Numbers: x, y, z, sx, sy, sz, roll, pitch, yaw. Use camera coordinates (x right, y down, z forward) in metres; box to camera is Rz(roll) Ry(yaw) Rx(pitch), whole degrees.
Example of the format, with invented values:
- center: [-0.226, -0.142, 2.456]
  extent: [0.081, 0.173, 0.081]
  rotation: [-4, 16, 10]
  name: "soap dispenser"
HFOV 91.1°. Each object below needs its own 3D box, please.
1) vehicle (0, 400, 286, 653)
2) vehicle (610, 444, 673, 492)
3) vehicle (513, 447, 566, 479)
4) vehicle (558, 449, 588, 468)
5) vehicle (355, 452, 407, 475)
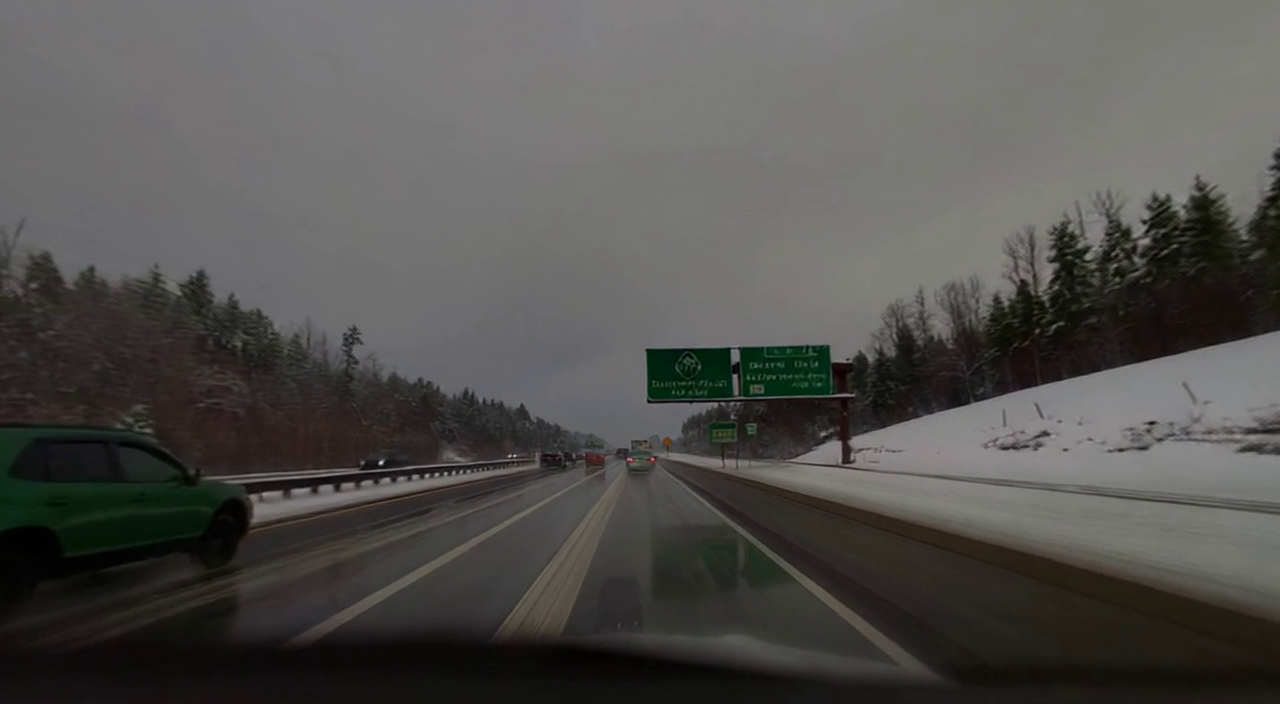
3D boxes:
- center: [-5.177, 1.307, 5.174]
  extent: [2.058, 1.626, 4.118]
  rotation: [0, -9, 1]
  name: "vehicle"
- center: [0.049, 3.885, 21.370]
  extent: [1.940, 1.451, 3.512]
  rotation: [0, -9, 0]
  name: "vehicle"
- center: [-4.937, 5.490, 31.407]
  extent: [1.892, 1.481, 4.180]
  rotation: [0, -9, 1]
  name: "vehicle"
- center: [-5.056, 8.078, 47.813]
  extent: [1.814, 1.417, 3.860]
  rotation: [0, -9, 1]
  name: "vehicle"
- center: [-17.448, 7.491, 42.526]
  extent: [1.895, 1.435, 3.589]
  rotation: [0, -9, 1]
  name: "vehicle"
